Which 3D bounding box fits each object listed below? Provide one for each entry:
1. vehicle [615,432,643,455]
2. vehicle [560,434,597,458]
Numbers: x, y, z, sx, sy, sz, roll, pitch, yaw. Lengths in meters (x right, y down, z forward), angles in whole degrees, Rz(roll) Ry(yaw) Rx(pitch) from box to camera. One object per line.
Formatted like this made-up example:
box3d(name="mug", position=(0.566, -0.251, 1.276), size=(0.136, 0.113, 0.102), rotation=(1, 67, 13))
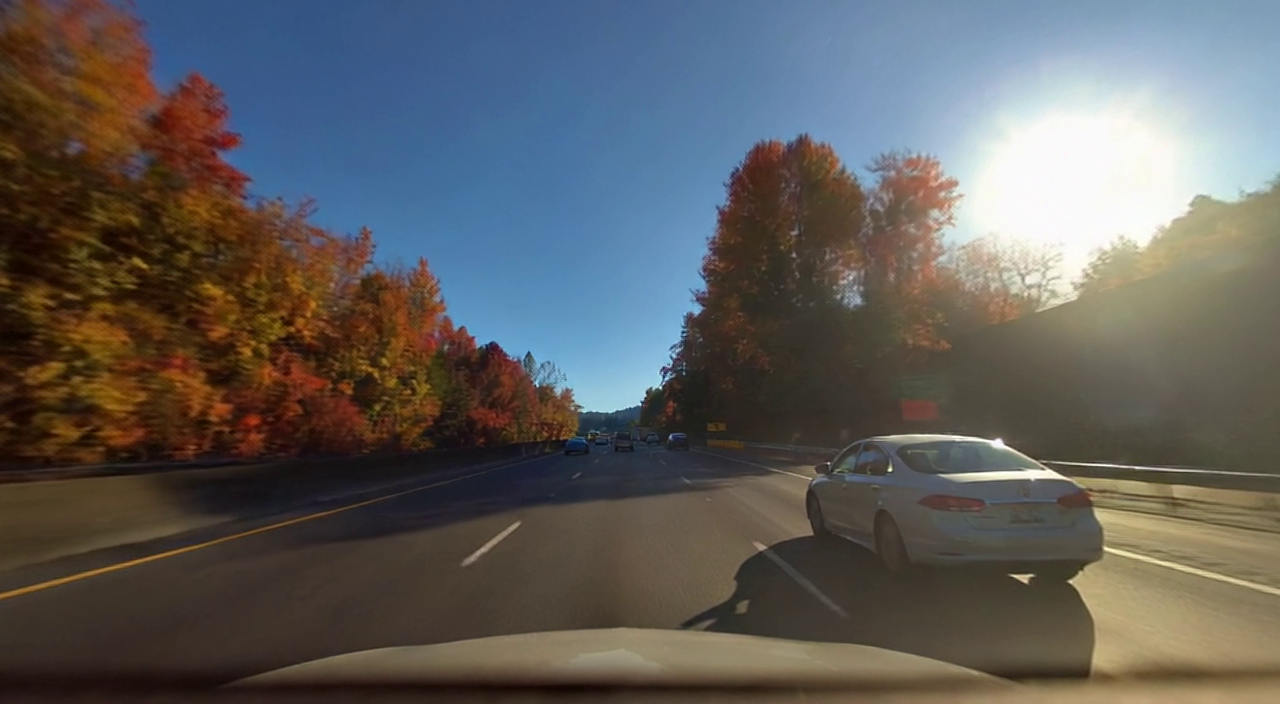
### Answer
box3d(name="vehicle", position=(-0.867, 7.229, 49.898), size=(2.157, 1.688, 4.480), rotation=(0, -8, 0))
box3d(name="vehicle", position=(-4.187, 6.459, 43.377), size=(2.103, 1.507, 4.367), rotation=(0, -8, 0))
